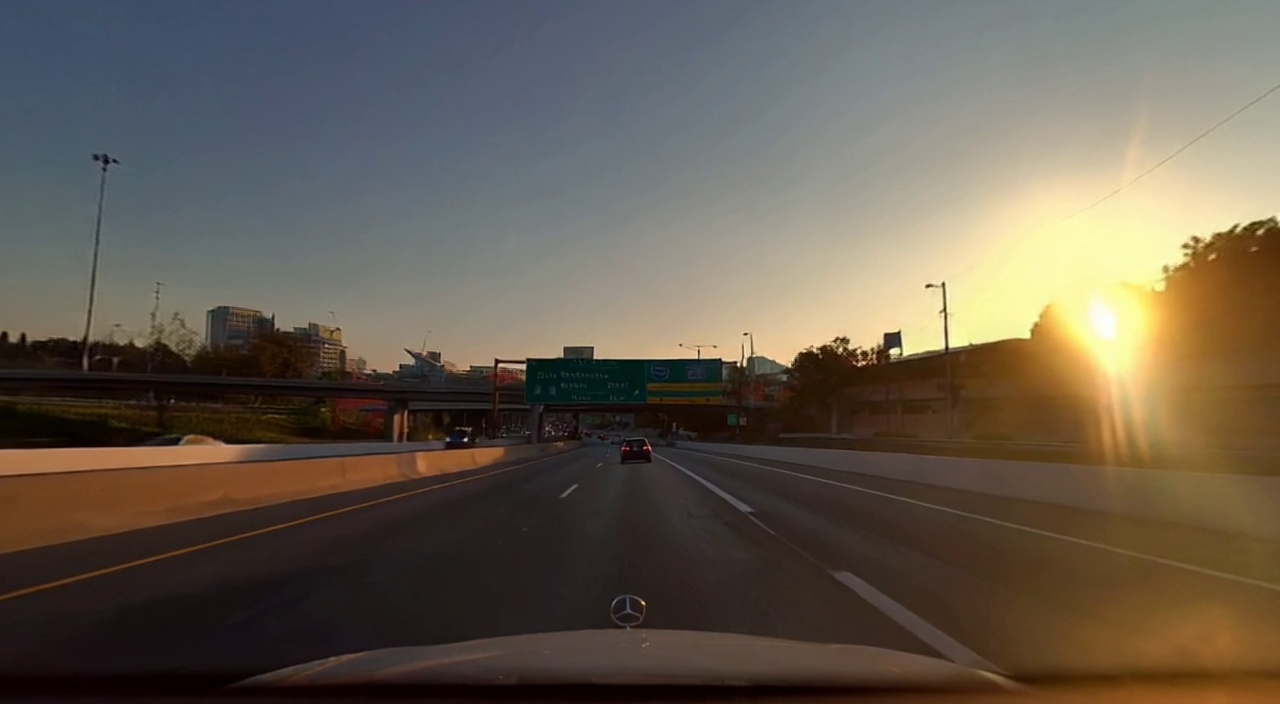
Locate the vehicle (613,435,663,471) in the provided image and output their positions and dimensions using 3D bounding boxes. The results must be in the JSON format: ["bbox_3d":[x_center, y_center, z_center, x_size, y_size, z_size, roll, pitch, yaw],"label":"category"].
[{"bbox_3d":[-0.080,4.624,29.102,2.130,1.512,4.057,0,-8,0],"label":"vehicle"}]
